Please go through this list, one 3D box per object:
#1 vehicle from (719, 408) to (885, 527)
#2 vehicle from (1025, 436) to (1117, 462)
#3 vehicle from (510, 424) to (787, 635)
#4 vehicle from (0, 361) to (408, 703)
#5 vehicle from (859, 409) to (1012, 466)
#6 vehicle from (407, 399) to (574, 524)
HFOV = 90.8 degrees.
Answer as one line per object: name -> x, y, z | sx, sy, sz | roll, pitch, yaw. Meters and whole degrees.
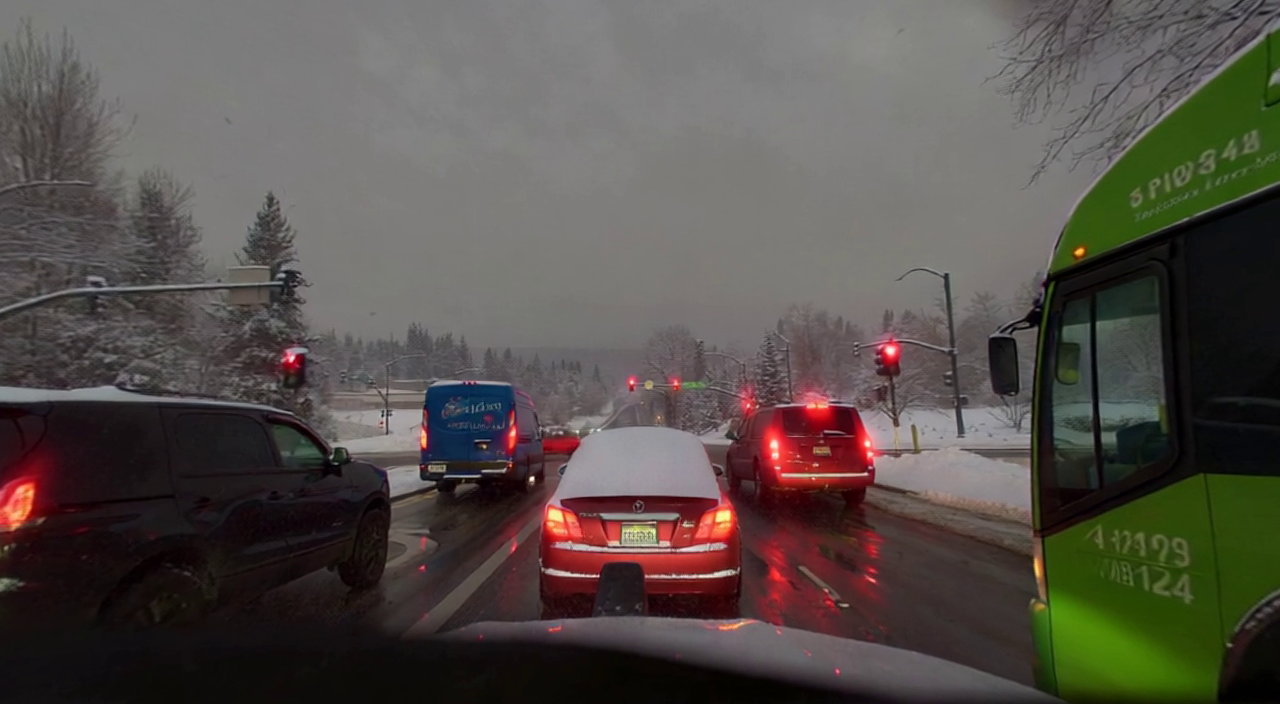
vehicle -> 3.144, 2.399, 13.672 | 2.143, 2.036, 5.367 | 0, -8, 0
vehicle -> 25.860, 5.825, 37.986 | 4.229, 1.489, 1.794 | 0, -8, -1
vehicle -> 0.057, 1.546, 6.405 | 1.976, 1.485, 3.624 | 0, -8, 0
vehicle -> -3.415, 1.175, 4.621 | 1.921, 1.701, 3.989 | 0, -8, 0
vehicle -> 17.581, 5.133, 37.920 | 7.839, 3.213, 2.628 | 0, -9, -3
vehicle -> -2.942, 2.348, 13.951 | 2.335, 2.221, 5.165 | 0, -8, 1
